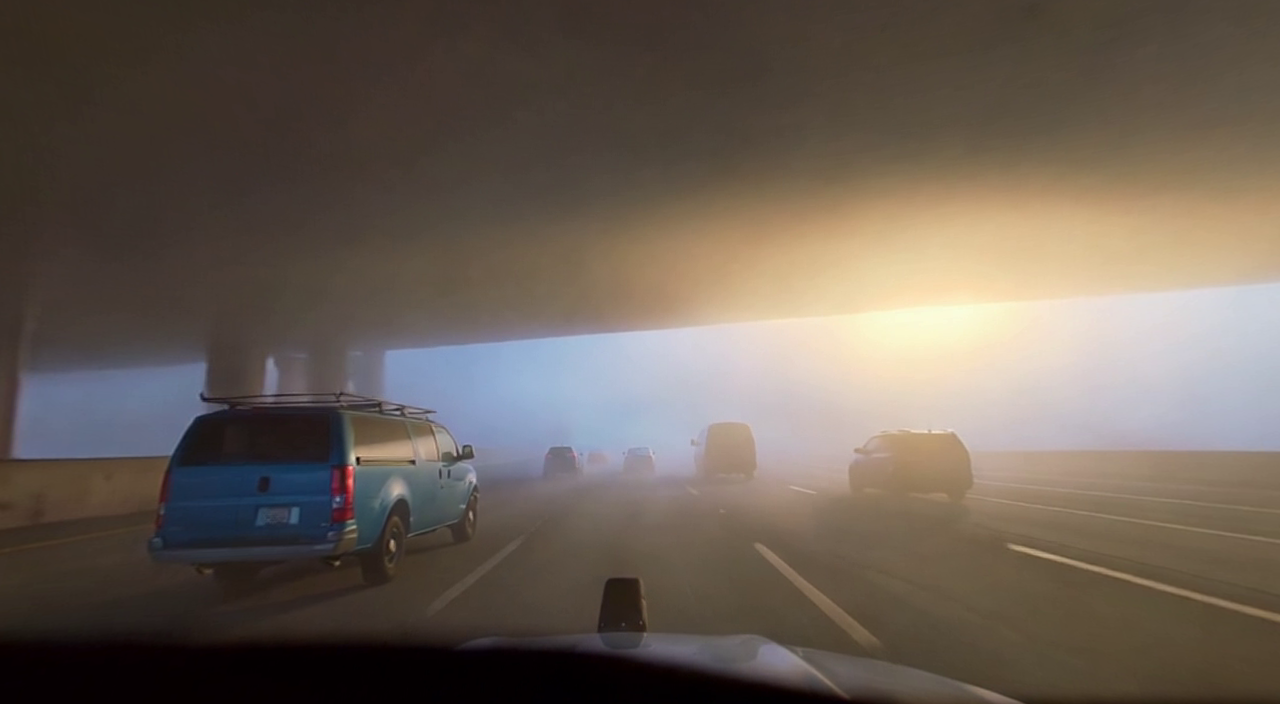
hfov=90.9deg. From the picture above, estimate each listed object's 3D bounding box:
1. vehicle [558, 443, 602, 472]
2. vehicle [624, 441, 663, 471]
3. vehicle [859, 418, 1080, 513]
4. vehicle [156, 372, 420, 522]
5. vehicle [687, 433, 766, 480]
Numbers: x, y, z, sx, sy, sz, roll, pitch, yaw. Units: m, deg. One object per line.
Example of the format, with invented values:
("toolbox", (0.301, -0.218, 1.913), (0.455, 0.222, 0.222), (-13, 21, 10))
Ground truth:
("vehicle", (-3.280, 5.878, 35.384), (1.970, 1.483, 4.071), (0, -8, 2))
("vehicle", (0.189, 5.996, 36.653), (2.115, 1.617, 4.102), (0, -8, 0))
("vehicle", (7.482, 2.653, 15.306), (2.304, 1.840, 5.706), (0, -8, 0))
("vehicle", (-7.512, 2.185, 14.707), (2.336, 2.708, 6.421), (0, -8, 1))
("vehicle", (3.707, 4.665, 28.407), (2.777, 1.895, 5.710), (0, -8, 0))
